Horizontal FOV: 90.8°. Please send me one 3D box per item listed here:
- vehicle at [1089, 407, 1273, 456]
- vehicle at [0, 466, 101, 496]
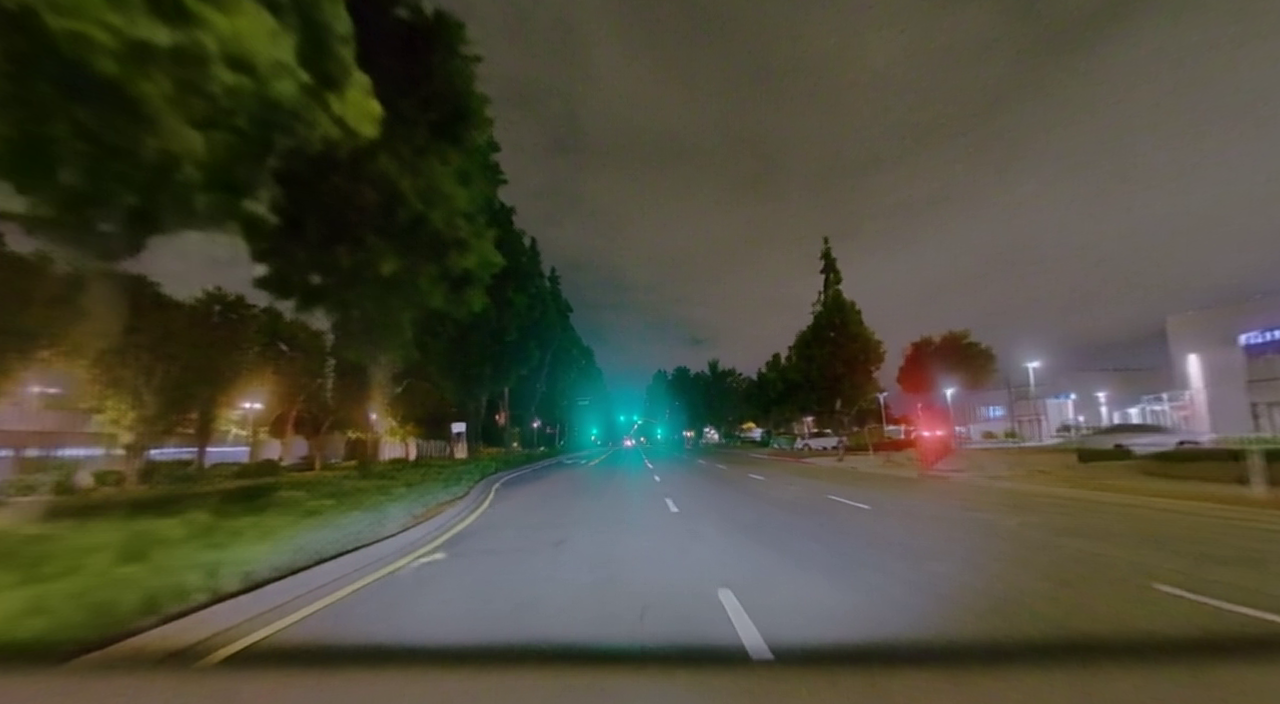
[{"bbox_3d":[18.980,2.822,22.335,4.688,1.658,1.950,0,-8,-1],"label":"vehicle"},{"bbox_3d":[-31.014,6.708,33.022,3.801,1.426,1.973,0,-8,-2],"label":"vehicle"}]
